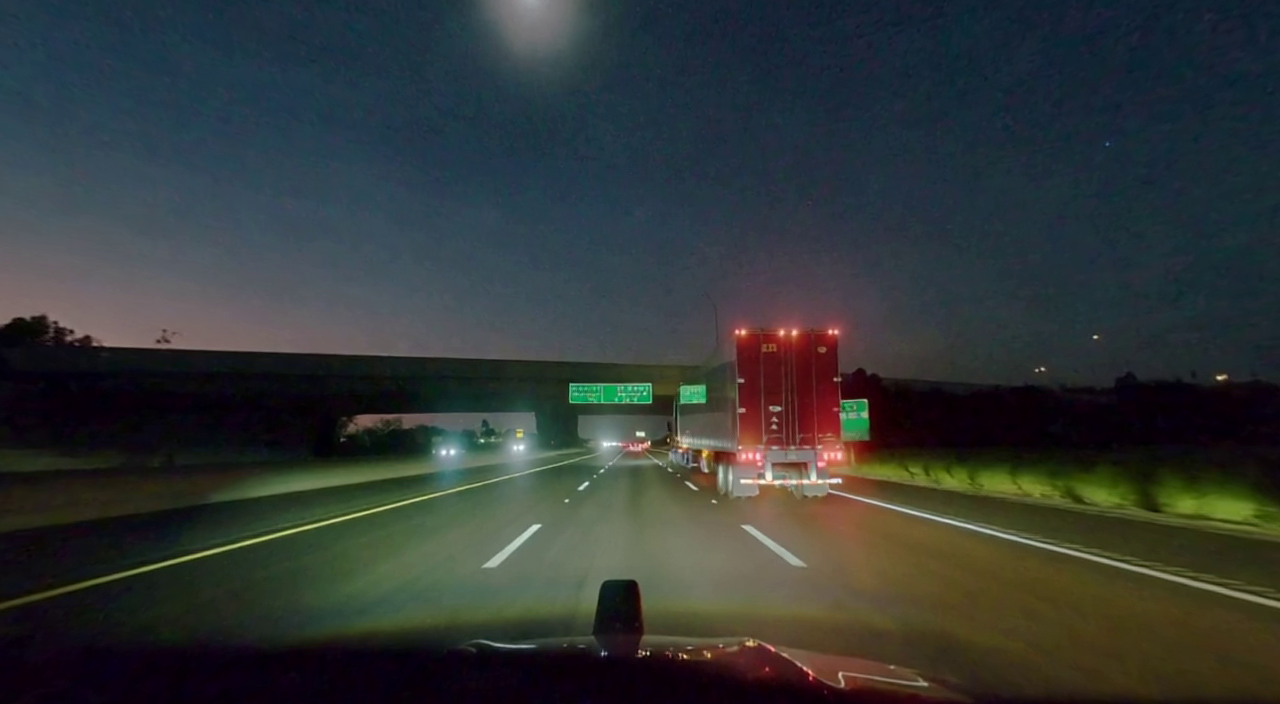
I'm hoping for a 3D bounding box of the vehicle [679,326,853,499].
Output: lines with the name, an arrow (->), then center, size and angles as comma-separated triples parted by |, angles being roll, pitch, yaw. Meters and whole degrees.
vehicle -> 3.492, 2.666, 23.327 | 2.743, 4.160, 16.408 | 0, -9, -1
